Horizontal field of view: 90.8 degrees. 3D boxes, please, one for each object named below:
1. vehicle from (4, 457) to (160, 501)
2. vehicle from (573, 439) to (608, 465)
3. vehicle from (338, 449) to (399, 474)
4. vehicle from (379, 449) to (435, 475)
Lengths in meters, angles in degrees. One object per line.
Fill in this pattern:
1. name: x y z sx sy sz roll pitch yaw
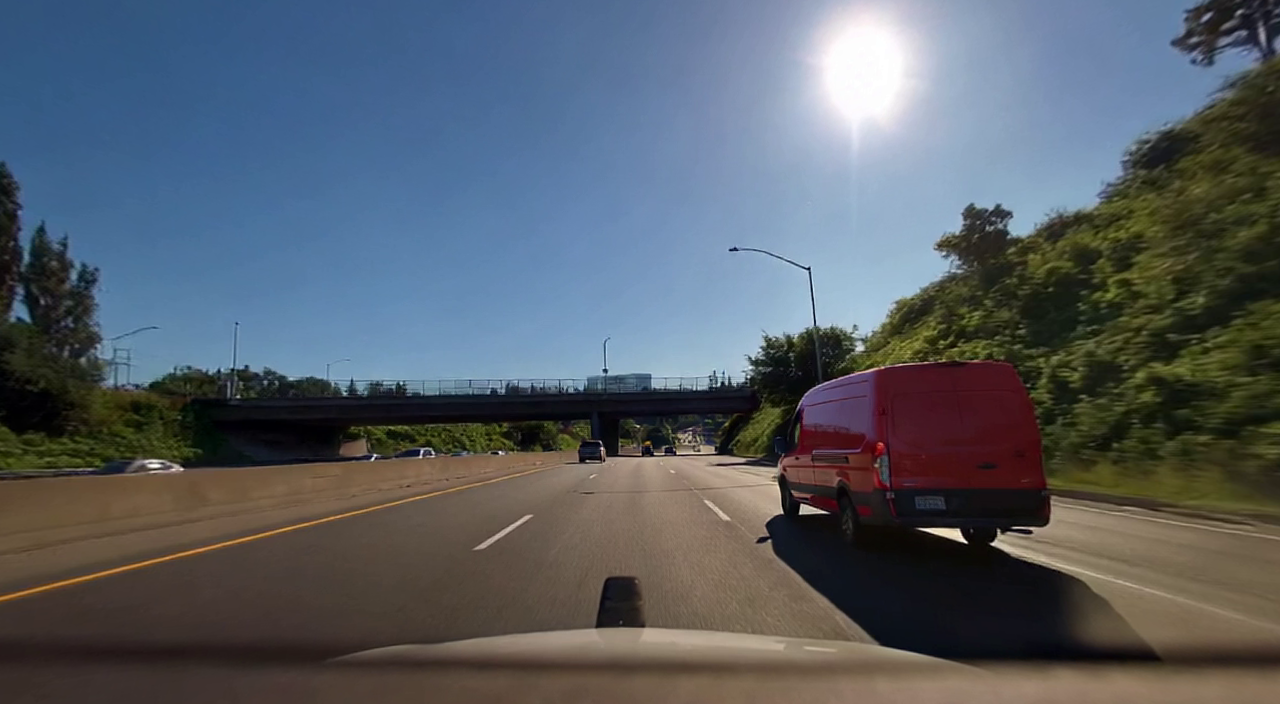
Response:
1. vehicle: -21.801 4.939 24.990 1.825 1.456 4.658 0 -8 2
2. vehicle: -3.459 7.105 45.002 2.031 1.704 4.435 0 -8 2
3. vehicle: -17.630 7.112 41.295 1.879 1.478 4.518 0 -8 2
4. vehicle: -13.655 6.454 37.234 1.778 1.420 3.595 0 -8 2
